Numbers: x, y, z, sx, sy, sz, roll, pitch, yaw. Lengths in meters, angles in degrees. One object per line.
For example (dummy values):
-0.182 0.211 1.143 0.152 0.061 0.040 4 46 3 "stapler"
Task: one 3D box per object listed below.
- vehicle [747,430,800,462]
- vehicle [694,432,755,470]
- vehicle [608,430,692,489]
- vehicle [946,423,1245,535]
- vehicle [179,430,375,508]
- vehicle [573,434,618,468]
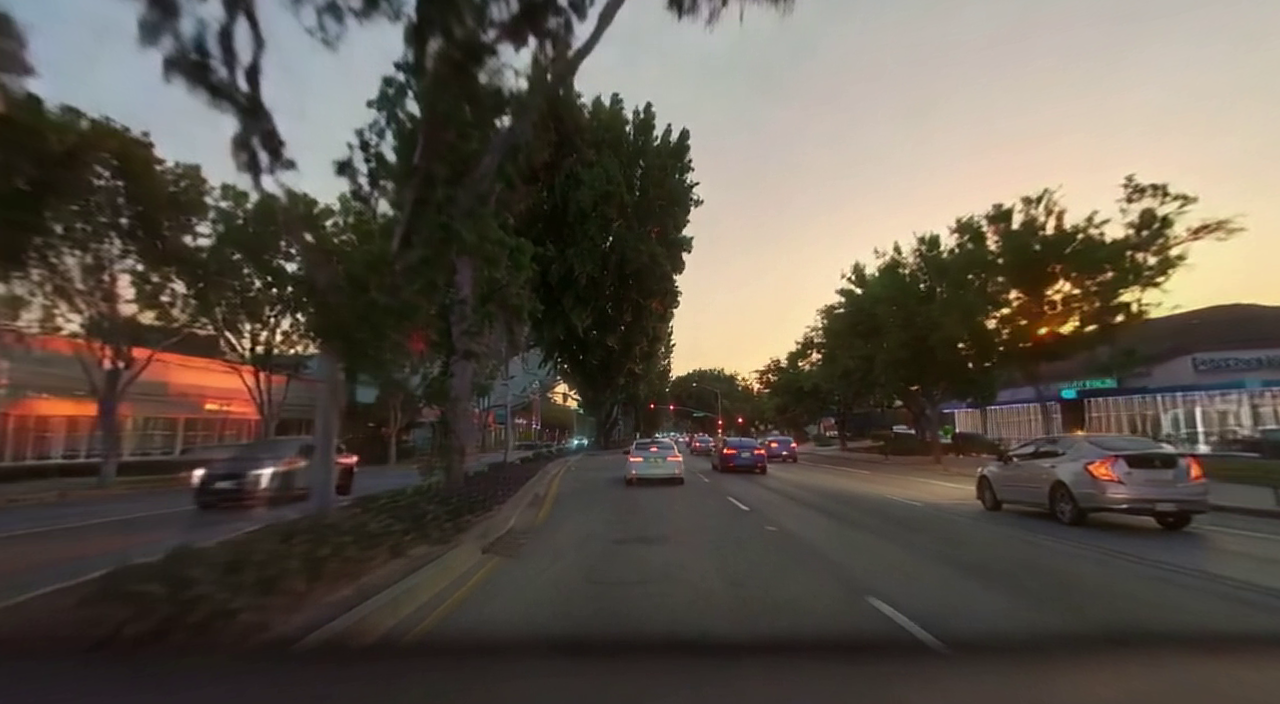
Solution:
7.588 5.399 36.188 2.044 1.701 4.397 0 -8 0 "vehicle"
3.592 4.304 27.562 1.988 1.528 4.144 0 -8 -1 "vehicle"
0.283 3.006 17.843 2.096 1.473 3.893 0 -8 1 "vehicle"
7.326 2.064 10.889 1.892 1.515 4.400 0 -8 0 "vehicle"
-8.468 2.755 15.317 2.044 1.610 4.463 0 -8 1 "vehicle"
-2.115 4.623 29.571 1.938 1.472 4.399 1 -8 -4 "vehicle"
